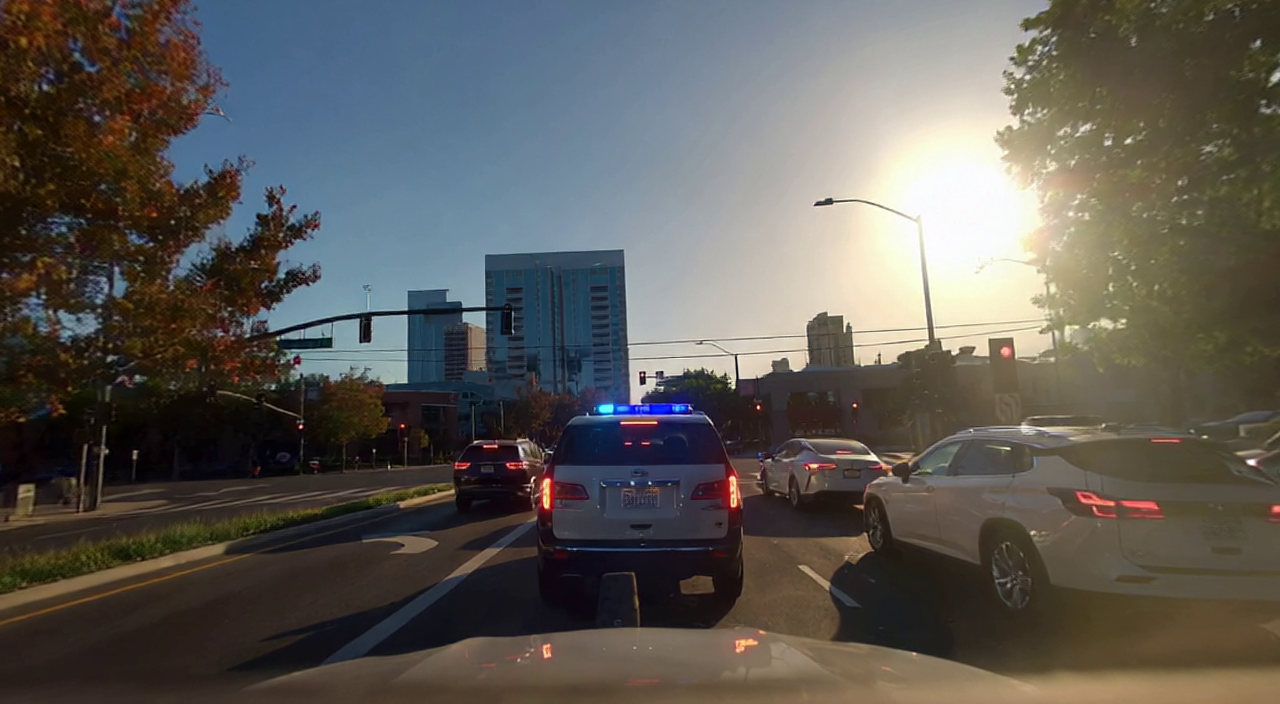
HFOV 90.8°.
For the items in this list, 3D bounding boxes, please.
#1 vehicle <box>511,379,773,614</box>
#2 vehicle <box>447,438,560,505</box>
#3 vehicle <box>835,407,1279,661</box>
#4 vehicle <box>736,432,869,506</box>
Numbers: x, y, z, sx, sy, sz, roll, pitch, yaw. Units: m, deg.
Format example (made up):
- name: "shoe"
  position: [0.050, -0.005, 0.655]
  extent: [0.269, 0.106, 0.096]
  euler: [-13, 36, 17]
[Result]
- name: "vehicle"
  position: [-0.035, 1.454, 7.269]
  extent: [2.038, 1.819, 4.505]
  euler: [0, -8, -1]
- name: "vehicle"
  position: [-3.310, 2.982, 16.207]
  extent: [1.913, 1.464, 4.276]
  euler: [0, -8, 0]
- name: "vehicle"
  position: [3.638, 1.407, 6.066]
  extent: [1.995, 1.483, 4.533]
  euler: [0, -8, -1]
- name: "vehicle"
  position: [3.639, 2.704, 15.049]
  extent: [1.940, 1.474, 4.234]
  euler: [0, -8, -1]
